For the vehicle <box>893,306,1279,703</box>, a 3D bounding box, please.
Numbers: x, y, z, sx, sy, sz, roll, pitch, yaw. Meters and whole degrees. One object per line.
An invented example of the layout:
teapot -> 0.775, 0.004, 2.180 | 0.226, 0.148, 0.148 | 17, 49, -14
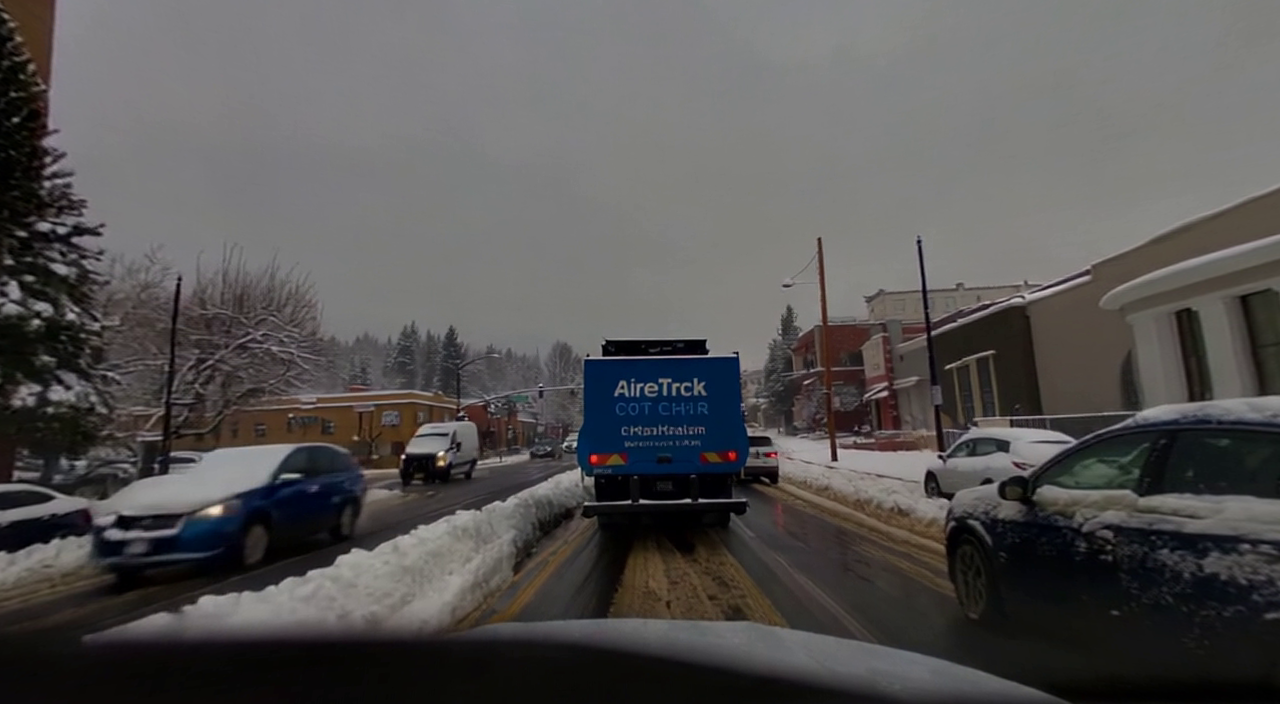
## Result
vehicle -> 3.364, 0.910, 3.415 | 2.104, 1.786, 4.498 | 0, -9, 1

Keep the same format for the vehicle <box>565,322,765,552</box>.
vehicle -> 0.203, 1.509, 11.157 | 2.517, 2.926, 6.177 | 0, -9, -2

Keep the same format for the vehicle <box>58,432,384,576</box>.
vehicle -> -5.967, 2.162, 9.814 | 2.046, 1.711, 4.320 | 0, -9, 1

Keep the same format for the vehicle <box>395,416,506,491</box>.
vehicle -> -9.079, 5.005, 31.255 | 2.883, 3.199, 7.964 | 0, -9, 1

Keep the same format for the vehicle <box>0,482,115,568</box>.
vehicle -> -13.512, 3.547, 12.771 | 1.901, 1.508, 4.405 | 0, -9, -1
